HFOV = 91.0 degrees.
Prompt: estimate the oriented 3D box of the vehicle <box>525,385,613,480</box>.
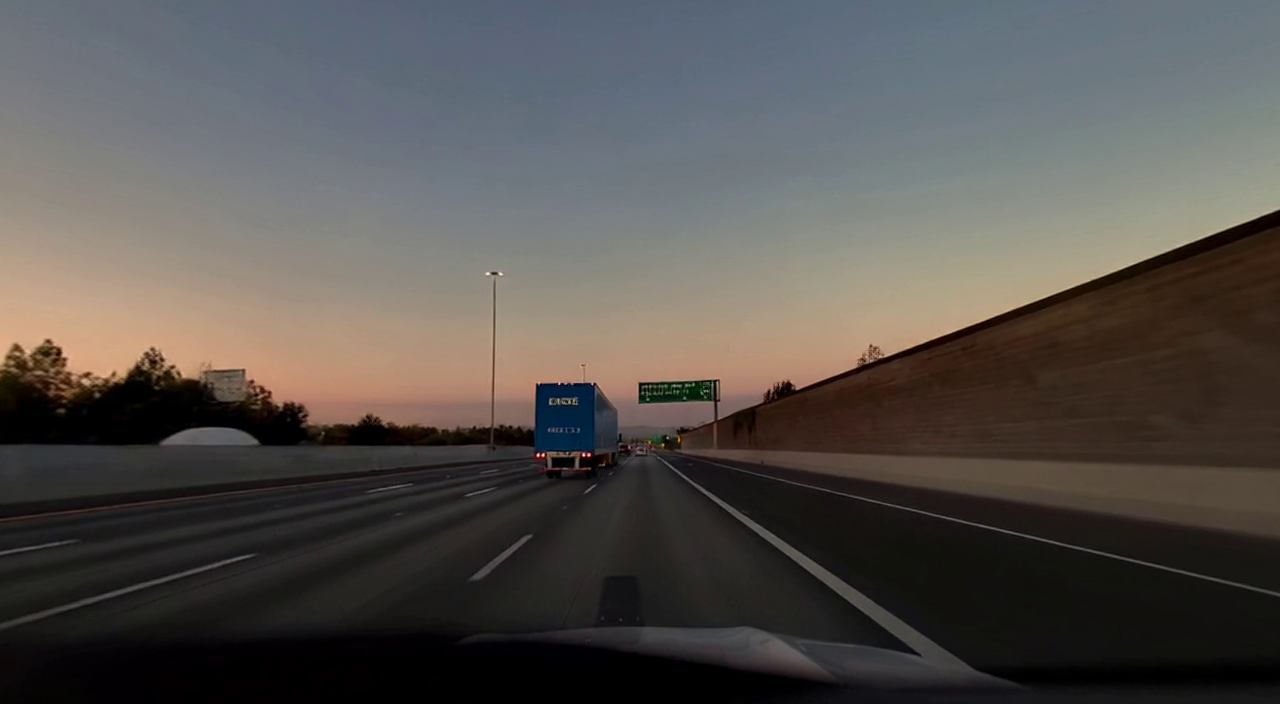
[{"bbox_3d":[-3.206,4.207,31.979,3.059,3.956,11.036,0,-9,0],"label":"vehicle"}]
